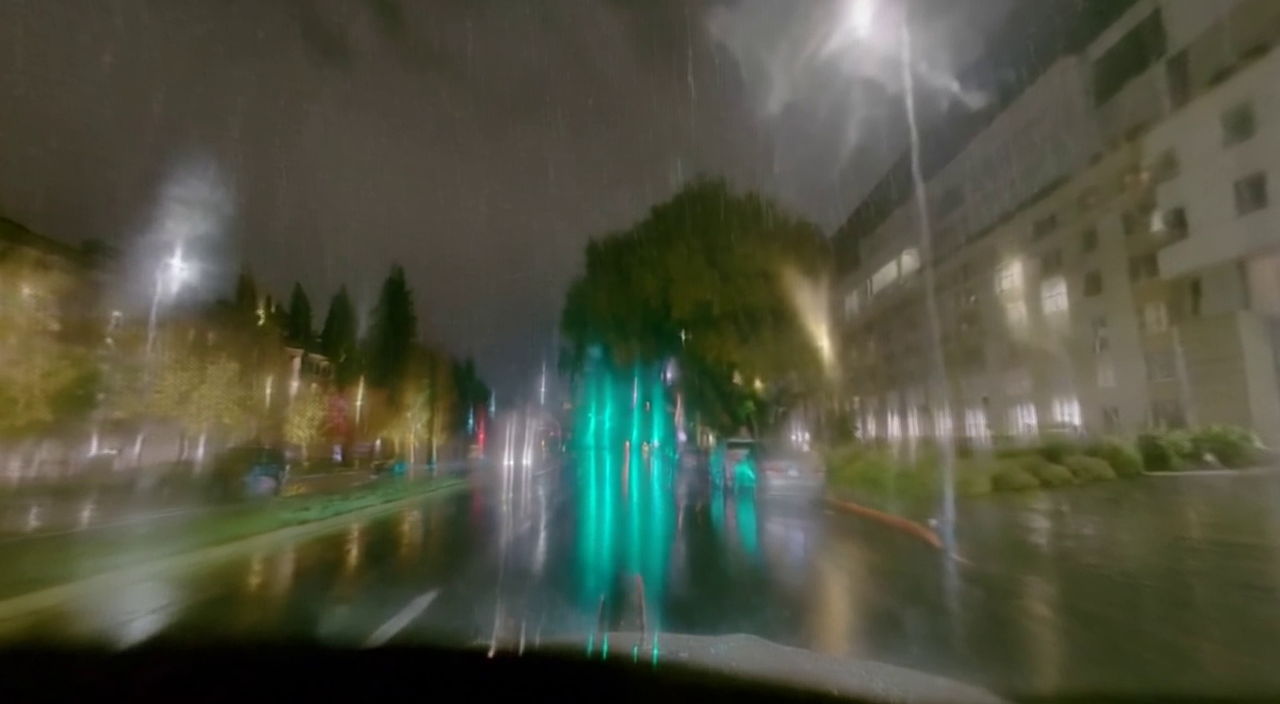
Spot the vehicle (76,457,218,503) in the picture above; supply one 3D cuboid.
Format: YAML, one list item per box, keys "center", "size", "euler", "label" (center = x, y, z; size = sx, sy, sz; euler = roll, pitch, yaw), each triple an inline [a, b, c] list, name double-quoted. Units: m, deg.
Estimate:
- center: [-18.304, 4.747, 23.795]
  size: [1.791, 1.461, 4.496]
  euler: [0, -8, -1]
  label: "vehicle"

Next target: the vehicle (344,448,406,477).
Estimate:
- center: [-18.401, 7.645, 44.173]
  size: [2.151, 1.885, 4.979]
  euler: [0, -8, -1]
  label: "vehicle"

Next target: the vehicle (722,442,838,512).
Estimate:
- center: [3.325, 3.044, 15.951]
  size: [1.924, 1.492, 4.587]
  euler: [0, -8, 1]
  label: "vehicle"

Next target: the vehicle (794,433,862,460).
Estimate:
- center: [14.696, 7.364, 49.198]
  size: [5.687, 1.947, 2.256]
  euler: [7, -11, -40]
  label: "vehicle"

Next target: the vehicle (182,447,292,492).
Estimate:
- center: [-18.113, 5.252, 28.719]
  size: [2.007, 1.806, 4.707]
  euler: [0, -8, -2]
  label: "vehicle"
